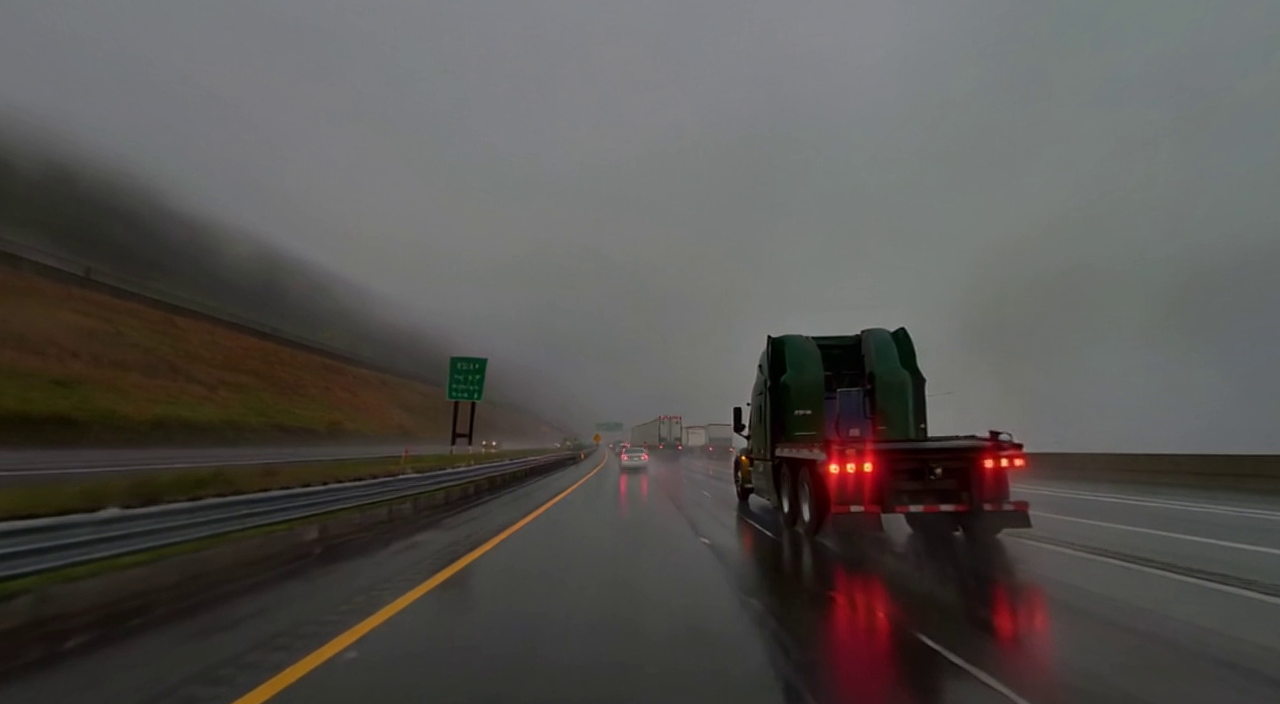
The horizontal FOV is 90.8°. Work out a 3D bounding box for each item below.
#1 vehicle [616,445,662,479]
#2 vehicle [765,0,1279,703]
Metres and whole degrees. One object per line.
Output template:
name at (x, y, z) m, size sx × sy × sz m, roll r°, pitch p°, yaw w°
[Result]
vehicle at (-0.069, 4.888, 28.245) m, size 1.927 × 1.437 × 3.794 m, roll 0°, pitch -9°, yaw -1°
vehicle at (3.610, -0.050, 3.865) m, size 2.874 × 4.065 × 14.243 m, roll 0°, pitch -9°, yaw 0°
